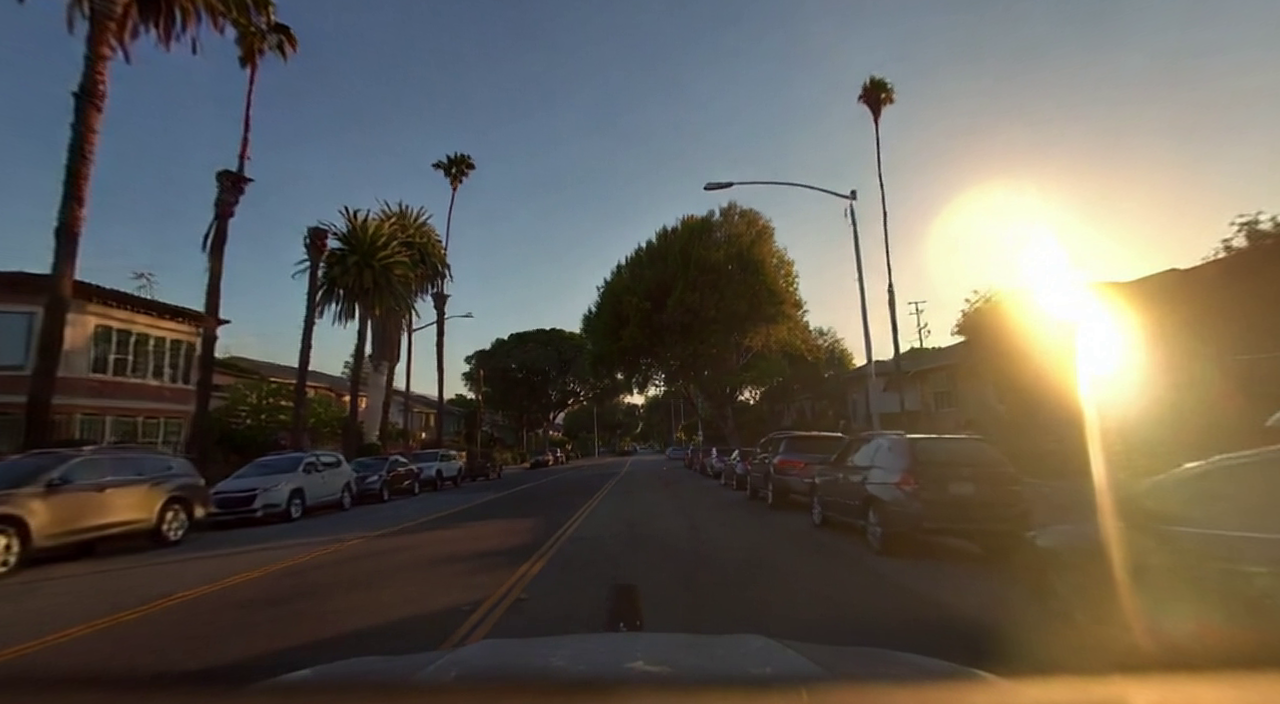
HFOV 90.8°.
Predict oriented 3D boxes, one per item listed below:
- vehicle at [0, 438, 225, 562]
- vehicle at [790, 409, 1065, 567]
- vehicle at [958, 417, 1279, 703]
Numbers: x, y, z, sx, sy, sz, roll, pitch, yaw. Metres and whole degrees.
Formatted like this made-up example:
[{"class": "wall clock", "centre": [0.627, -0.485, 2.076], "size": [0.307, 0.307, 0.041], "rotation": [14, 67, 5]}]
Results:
[{"class": "vehicle", "centre": [-9.557, 2.348, 10.466], "size": [4.089, 1.813, 1.932], "rotation": [3, -9, -24]}, {"class": "vehicle", "centre": [3.591, 1.772, 8.965], "size": [1.899, 1.669, 4.259], "rotation": [0, -8, 0]}, {"class": "vehicle", "centre": [3.571, 0.960, 2.522], "size": [2.096, 1.452, 4.741], "rotation": [-4, -9, 0]}]
